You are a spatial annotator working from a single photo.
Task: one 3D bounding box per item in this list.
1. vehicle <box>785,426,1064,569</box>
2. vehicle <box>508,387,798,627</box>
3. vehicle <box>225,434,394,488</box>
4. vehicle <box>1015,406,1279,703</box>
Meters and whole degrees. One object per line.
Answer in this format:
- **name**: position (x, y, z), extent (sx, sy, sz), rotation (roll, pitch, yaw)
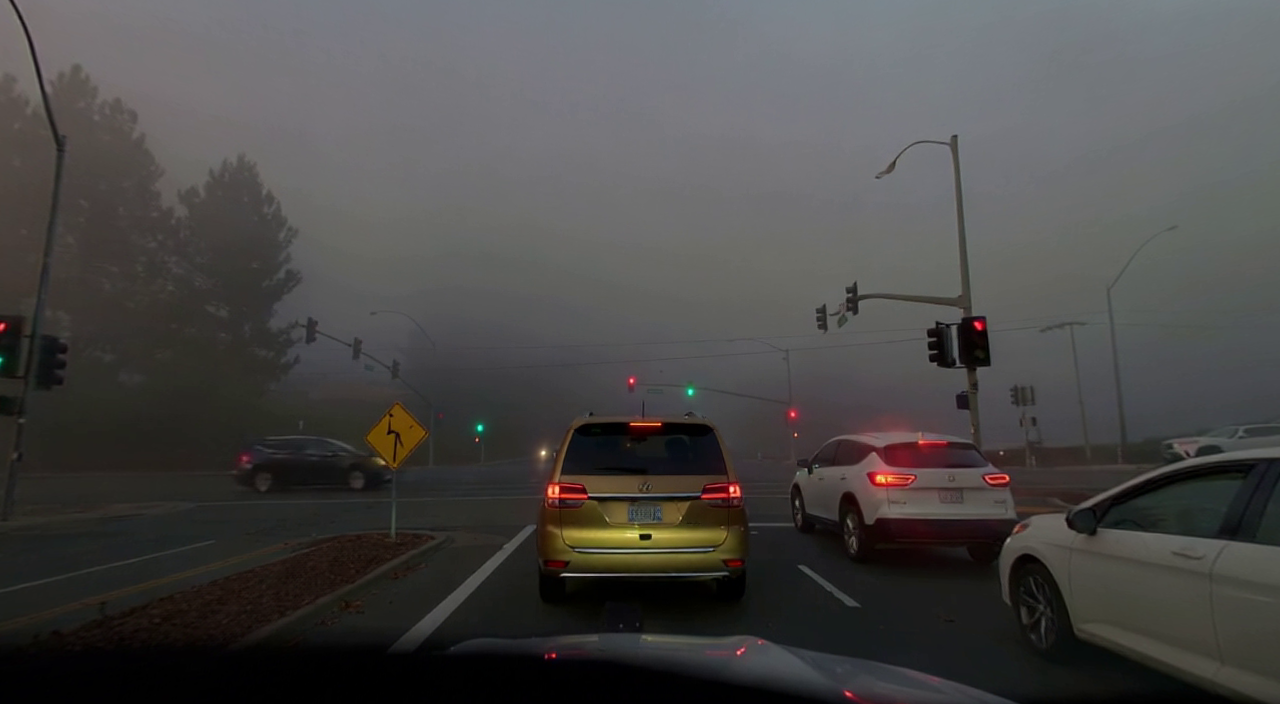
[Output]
- **vehicle**: position (3.512, 1.858, 8.864), extent (1.861, 1.495, 4.215), rotation (0, -8, -1)
- **vehicle**: position (0.092, 1.494, 7.059), extent (2.170, 1.793, 4.468), rotation (0, -8, 0)
- **vehicle**: position (-11.375, 3.770, 22.012), extent (4.687, 1.791, 2.044), rotation (0, -8, 0)
- **vehicle**: position (3.157, 0.815, 1.427), extent (1.924, 1.466, 4.461), rotation (0, -8, 1)
